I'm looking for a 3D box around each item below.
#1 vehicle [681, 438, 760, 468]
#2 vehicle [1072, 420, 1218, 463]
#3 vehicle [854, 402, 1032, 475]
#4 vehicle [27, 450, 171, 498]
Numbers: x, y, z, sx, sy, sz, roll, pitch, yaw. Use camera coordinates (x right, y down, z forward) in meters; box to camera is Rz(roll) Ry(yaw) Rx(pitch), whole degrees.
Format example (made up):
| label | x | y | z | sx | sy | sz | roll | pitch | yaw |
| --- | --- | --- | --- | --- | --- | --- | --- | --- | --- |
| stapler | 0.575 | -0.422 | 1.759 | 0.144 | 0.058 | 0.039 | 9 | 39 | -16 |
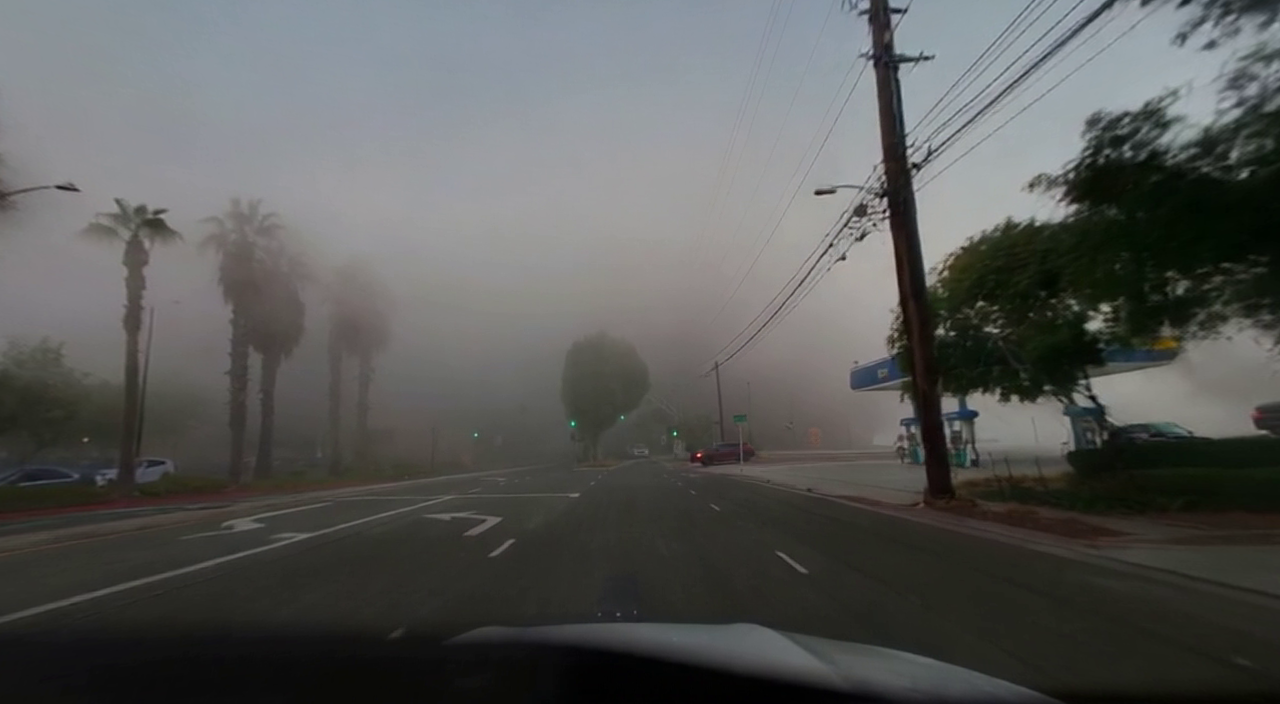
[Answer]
| label | x | y | z | sx | sy | sz | roll | pitch | yaw |
| --- | --- | --- | --- | --- | --- | --- | --- | --- | --- |
| vehicle | 6.087 | 7.465 | 47.119 | 2.703 | 2.082 | 6.059 | -8 | -12 | 44 |
| vehicle | 21.576 | 3.833 | 27.103 | 4.578 | 1.756 | 2.042 | 1 | -8 | -4 |
| vehicle | 13.309 | 4.040 | 29.275 | 2.944 | 2.783 | 10.332 | 0 | -8 | -1 |
| vehicle | -25.765 | 5.786 | 30.219 | 5.056 | 1.839 | 1.957 | -3 | -6 | -1 |
